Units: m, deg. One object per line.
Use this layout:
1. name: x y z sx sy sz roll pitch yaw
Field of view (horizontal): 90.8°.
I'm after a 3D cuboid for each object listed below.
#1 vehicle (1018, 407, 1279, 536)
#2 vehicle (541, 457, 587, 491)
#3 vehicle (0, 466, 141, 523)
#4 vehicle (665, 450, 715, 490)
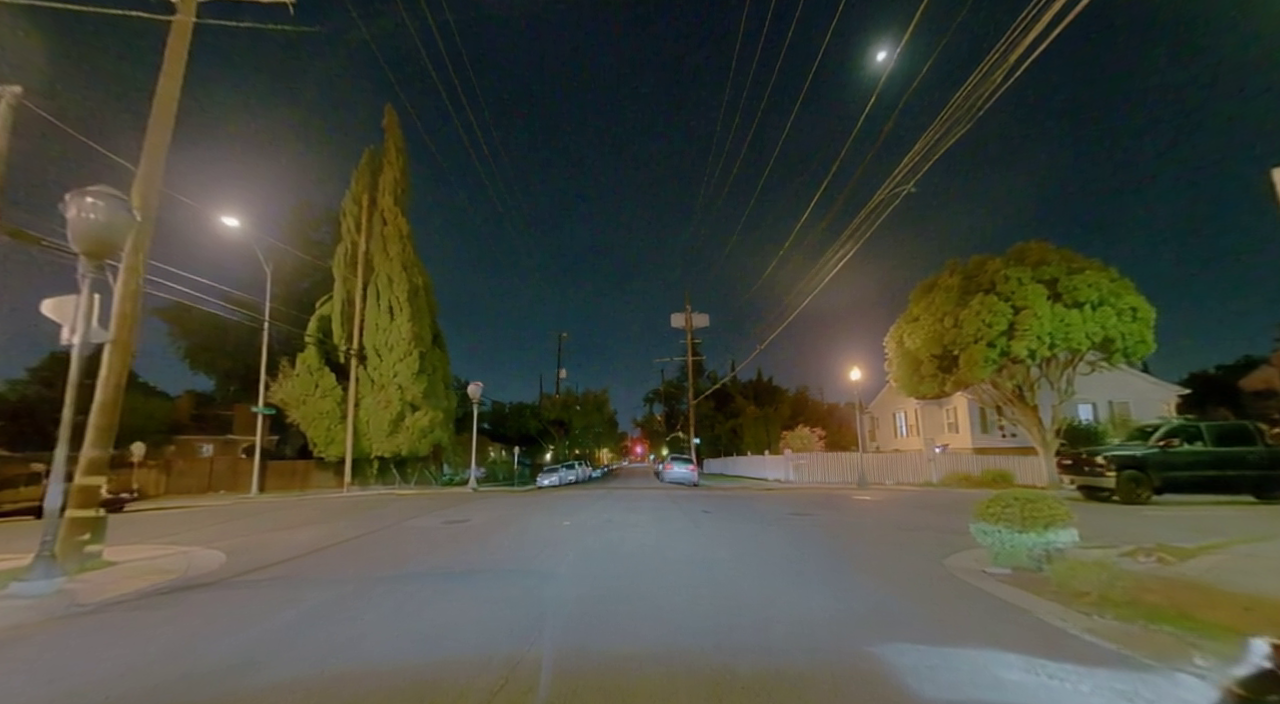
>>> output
1. vehicle: 9.656 2.002 10.903 4.677 1.949 2.334 -1 -9 3
2. vehicle: -4.338 7.080 36.919 2.189 1.771 4.571 0 -9 -1
3. vehicle: -19.210 4.639 20.704 3.977 1.665 1.976 0 -9 0
4. vehicle: 2.561 6.153 33.371 2.051 1.874 4.459 0 -9 -3
